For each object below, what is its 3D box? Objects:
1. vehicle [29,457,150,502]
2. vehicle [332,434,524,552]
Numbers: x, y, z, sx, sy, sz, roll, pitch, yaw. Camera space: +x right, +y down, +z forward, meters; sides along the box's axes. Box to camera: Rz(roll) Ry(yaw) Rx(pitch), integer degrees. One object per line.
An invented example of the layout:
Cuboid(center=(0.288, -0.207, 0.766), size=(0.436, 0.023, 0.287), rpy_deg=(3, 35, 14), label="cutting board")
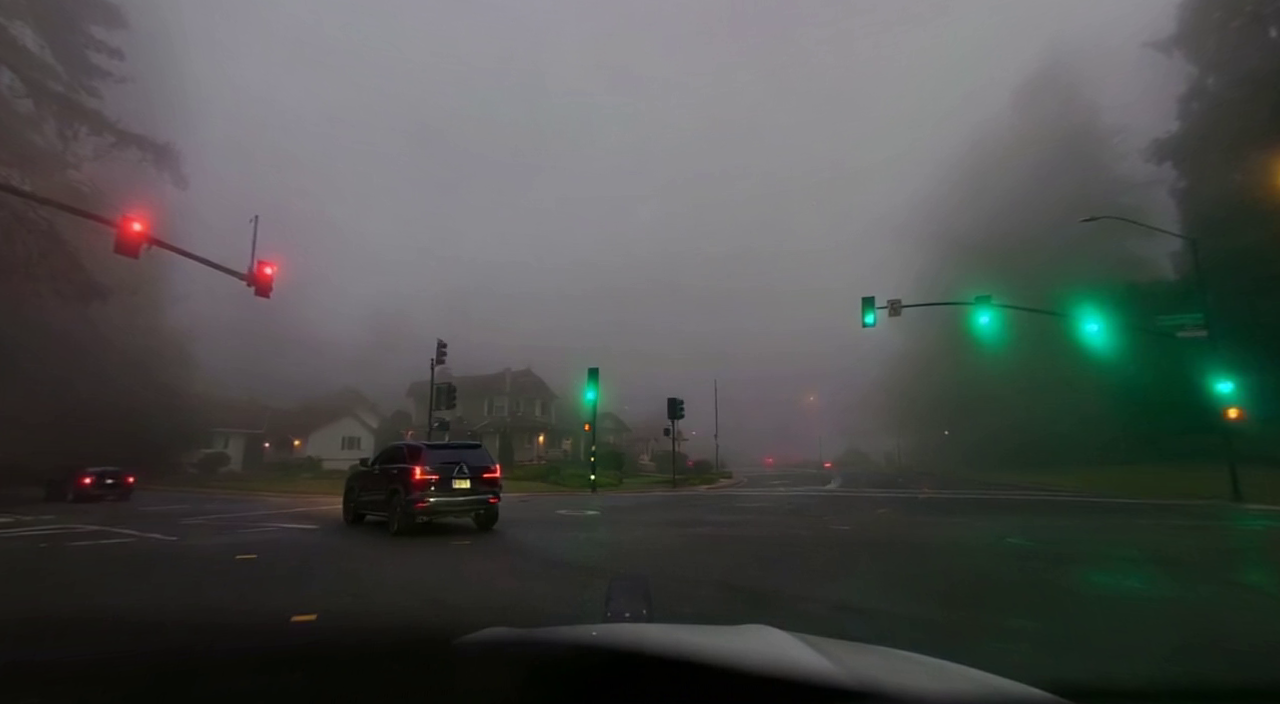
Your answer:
Cuboid(center=(-20.516, 4.669, 23.456), size=(4.558, 1.433, 1.983), rpy_deg=(-5, -10, 31), label="vehicle")
Cuboid(center=(-4.366, 2.595, 12.499), size=(2.141, 1.833, 4.704), rpy_deg=(6, -11, -37), label="vehicle")
